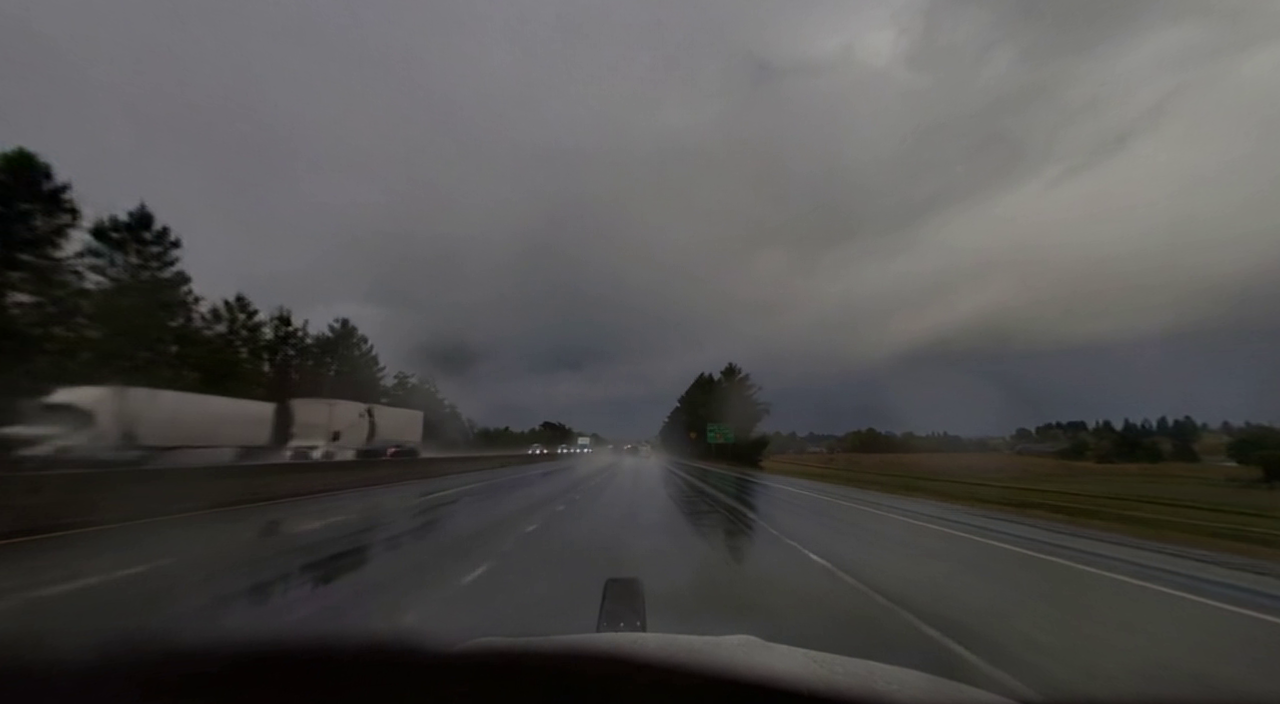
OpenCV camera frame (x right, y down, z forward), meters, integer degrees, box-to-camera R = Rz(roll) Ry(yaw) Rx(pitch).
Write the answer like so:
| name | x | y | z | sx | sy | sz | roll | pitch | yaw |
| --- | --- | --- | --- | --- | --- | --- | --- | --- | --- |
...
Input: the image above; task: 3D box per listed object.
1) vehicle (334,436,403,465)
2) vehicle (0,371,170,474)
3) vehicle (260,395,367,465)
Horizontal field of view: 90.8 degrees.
| name | x | y | z | sx | sy | sz | roll | pitch | yaw |
| --- | --- | --- | --- | --- | --- | --- | --- | --- | --- |
| vehicle | -14.907 | 5.456 | 34.905 | 1.945 | 1.465 | 4.194 | 0 | -9 | -1 |
| vehicle | -23.183 | 2.994 | 25.782 | 2.957 | 3.674 | 6.213 | 0 | -9 | 0 |
| vehicle | -18.799 | 4.631 | 36.829 | 2.903 | 3.735 | 5.919 | 0 | -9 | 0 |
